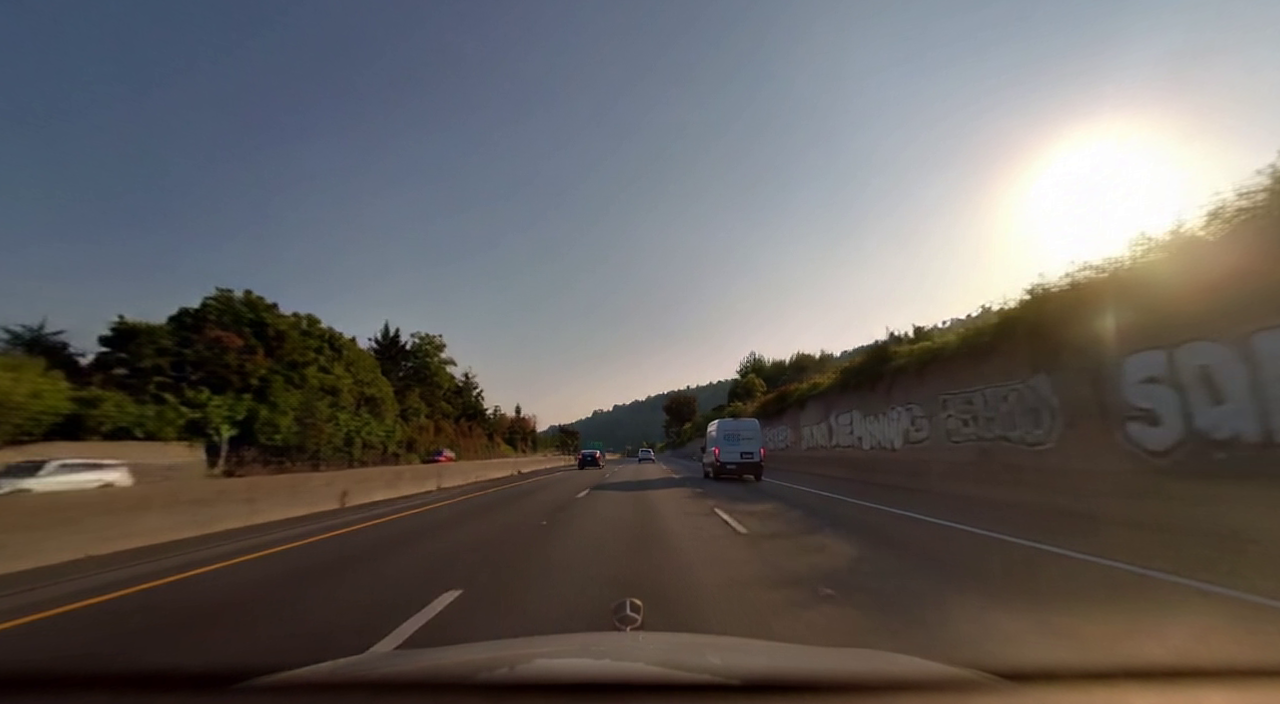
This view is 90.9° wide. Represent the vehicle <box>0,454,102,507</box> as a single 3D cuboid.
[{"bbox_3d":[-19.617,3.913,19.292,1.952,1.509,4.840,0,-9,1],"label":"vehicle"}]

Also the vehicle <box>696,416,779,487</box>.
[{"bbox_3d":[3.849,4.119,26.170,2.469,2.591,5.653,0,-9,-1],"label":"vehicle"}]

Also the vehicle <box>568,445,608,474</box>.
[{"bbox_3d":[-3.077,6.448,37.863,1.964,1.618,4.489,0,-9,1],"label":"vehicle"}]
